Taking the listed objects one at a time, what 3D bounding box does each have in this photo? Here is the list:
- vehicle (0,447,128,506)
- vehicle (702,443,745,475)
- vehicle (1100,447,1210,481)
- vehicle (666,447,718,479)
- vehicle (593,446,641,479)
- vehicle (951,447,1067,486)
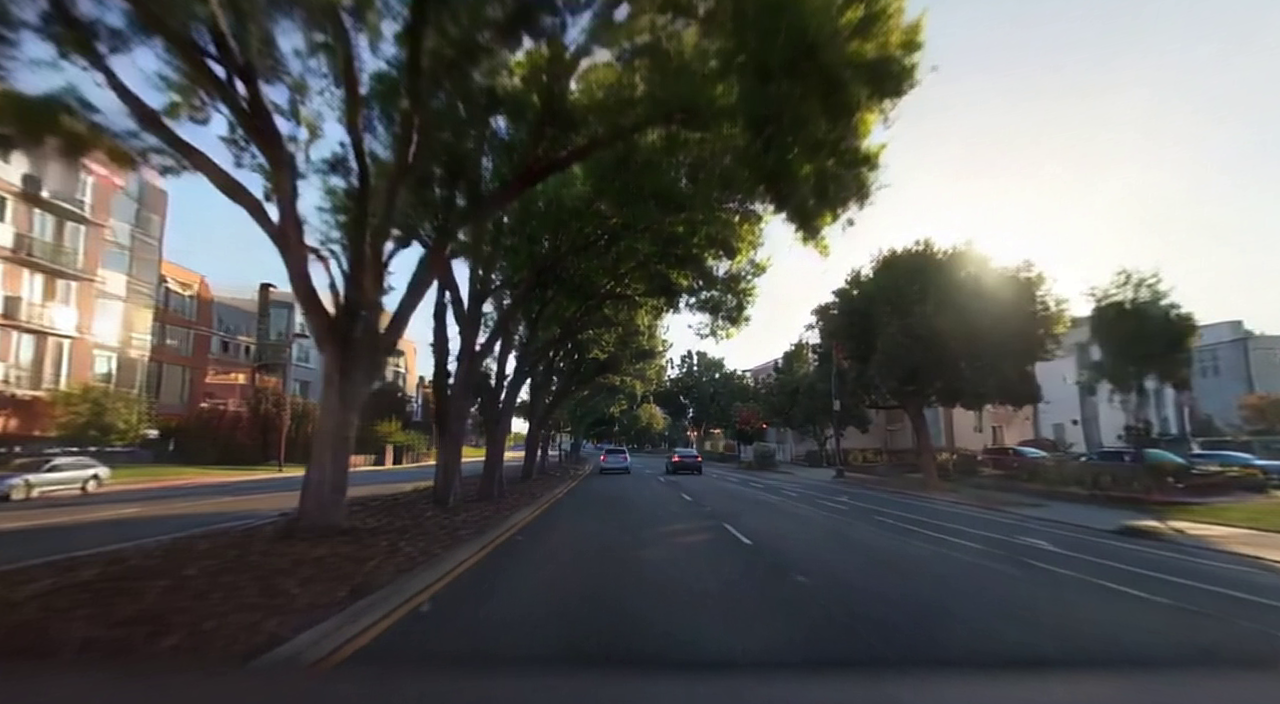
[{"bbox_3d":[-19.644,3.989,20.714,2.019,1.687,4.484,0,-9,-2],"label":"vehicle"},{"bbox_3d":[5.549,7.169,42.627,2.052,1.990,4.736,0,-9,-3],"label":"vehicle"},{"bbox_3d":[31.981,6.899,39.404,1.956,1.955,4.773,4,-10,-28],"label":"vehicle"},{"bbox_3d":[2.562,5.638,32.397,1.993,1.477,4.240,0,-9,-4],"label":"vehicle"},{"bbox_3d":[-1.126,5.153,29.759,2.101,1.444,4.248,0,-9,-3],"label":"vehicle"},{"bbox_3d":[20.022,6.177,34.558,2.150,1.966,5.027,4,-9,-23],"label":"vehicle"}]
